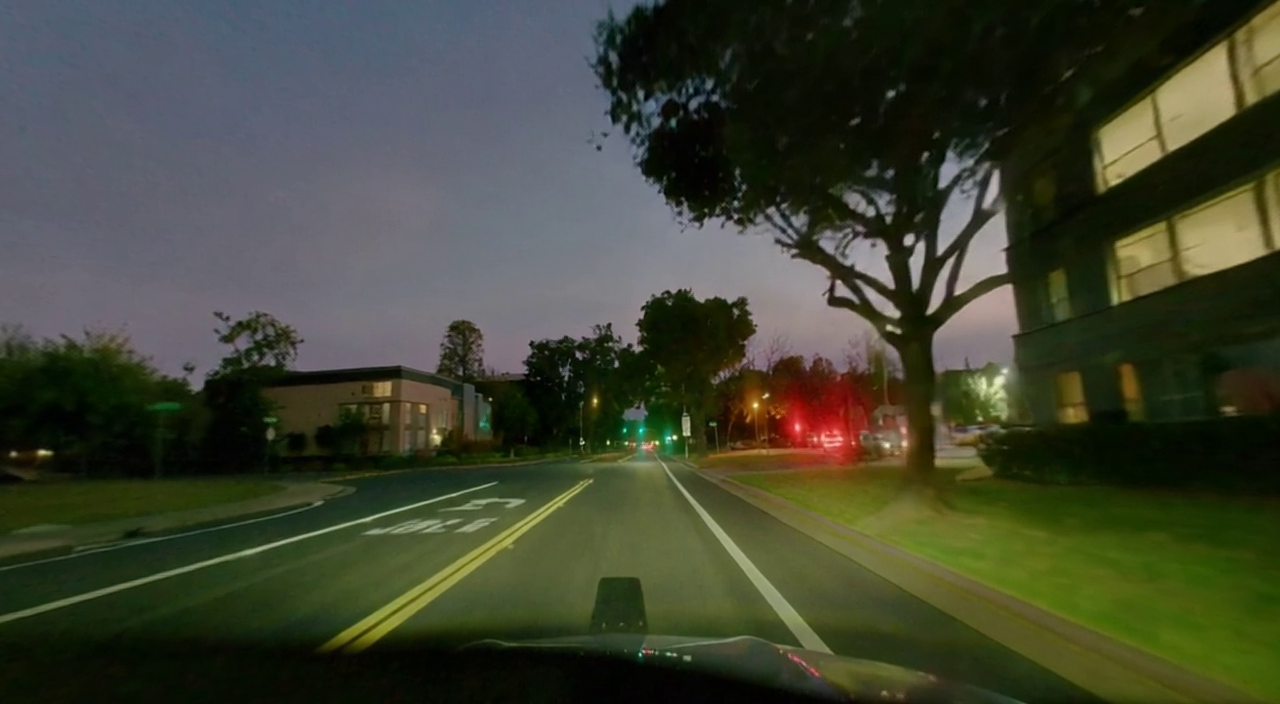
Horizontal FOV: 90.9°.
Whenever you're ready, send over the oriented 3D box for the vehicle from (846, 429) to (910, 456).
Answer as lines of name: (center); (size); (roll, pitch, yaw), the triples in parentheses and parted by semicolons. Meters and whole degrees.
vehicle: (13.756, 5.274, 36.723); (1.927, 1.464, 4.644); (0, -8, 0)
